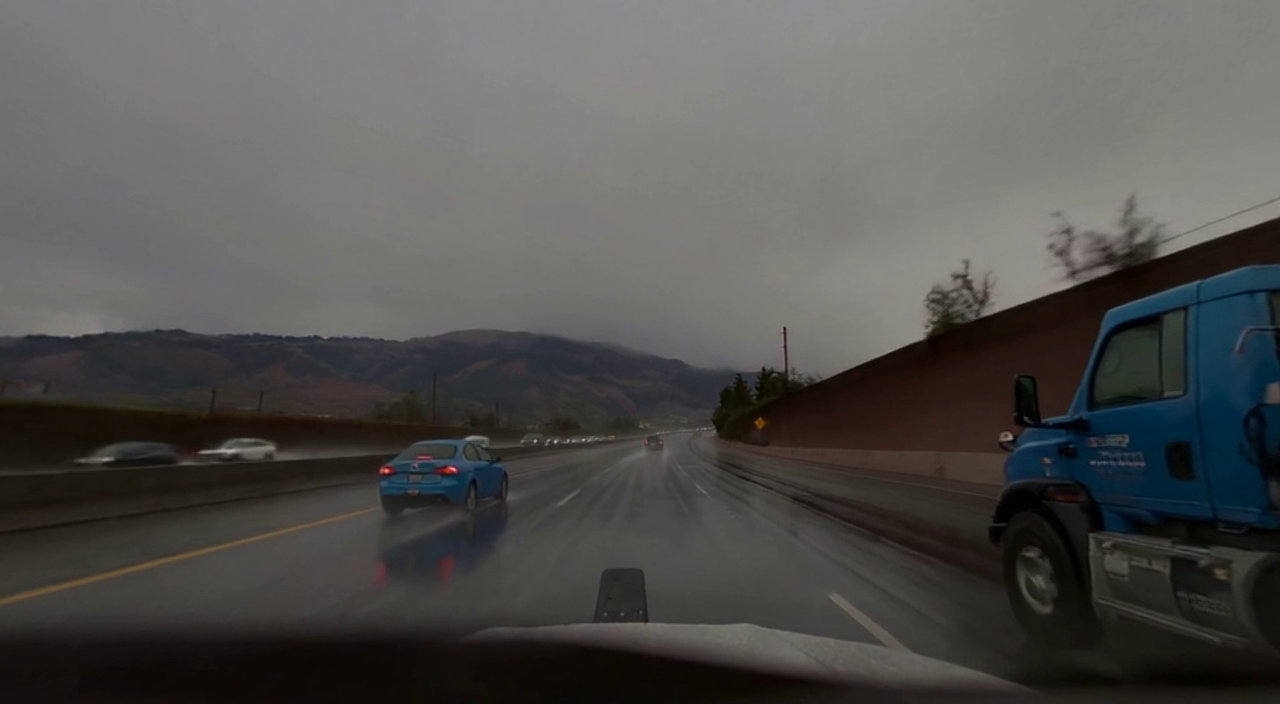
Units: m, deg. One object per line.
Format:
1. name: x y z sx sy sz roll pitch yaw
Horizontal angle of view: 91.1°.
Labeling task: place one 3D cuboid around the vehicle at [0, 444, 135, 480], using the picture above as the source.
1. vehicle: -25.786 4.919 28.434 1.912 1.437 4.612 0 -8 0

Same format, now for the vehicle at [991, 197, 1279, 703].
1. vehicle: 3.646 0.334 0.872 2.538 2.228 6.370 0 -8 -1

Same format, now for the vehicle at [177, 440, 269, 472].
1. vehicle: -22.081 5.518 33.485 1.852 1.572 4.337 0 -8 1

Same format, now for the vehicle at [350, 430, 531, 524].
1. vehicle: -3.615 2.349 12.413 1.974 1.493 4.563 0 -8 1
